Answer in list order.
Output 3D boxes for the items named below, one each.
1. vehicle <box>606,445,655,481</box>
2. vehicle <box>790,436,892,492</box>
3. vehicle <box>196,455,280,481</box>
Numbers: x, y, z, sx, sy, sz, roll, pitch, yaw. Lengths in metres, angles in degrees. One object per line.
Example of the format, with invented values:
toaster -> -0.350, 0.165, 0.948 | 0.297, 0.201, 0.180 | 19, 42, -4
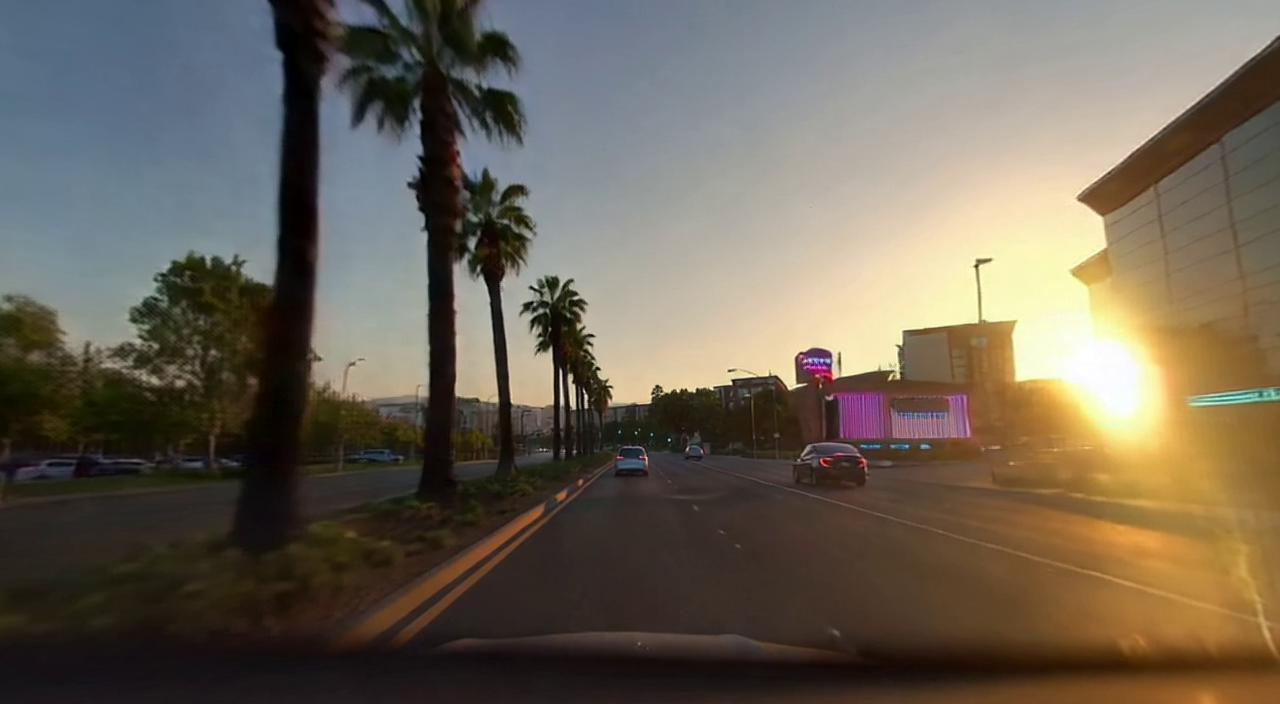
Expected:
vehicle -> -0.405, 4.733, 27.113 | 1.970, 1.402, 3.756 | 0, -9, 0
vehicle -> 6.424, 3.614, 20.620 | 1.949, 1.647, 3.894 | 0, -9, -2
vehicle -> -24.431, 7.040, 38.369 | 3.898, 1.459, 1.680 | 1, -8, -2
